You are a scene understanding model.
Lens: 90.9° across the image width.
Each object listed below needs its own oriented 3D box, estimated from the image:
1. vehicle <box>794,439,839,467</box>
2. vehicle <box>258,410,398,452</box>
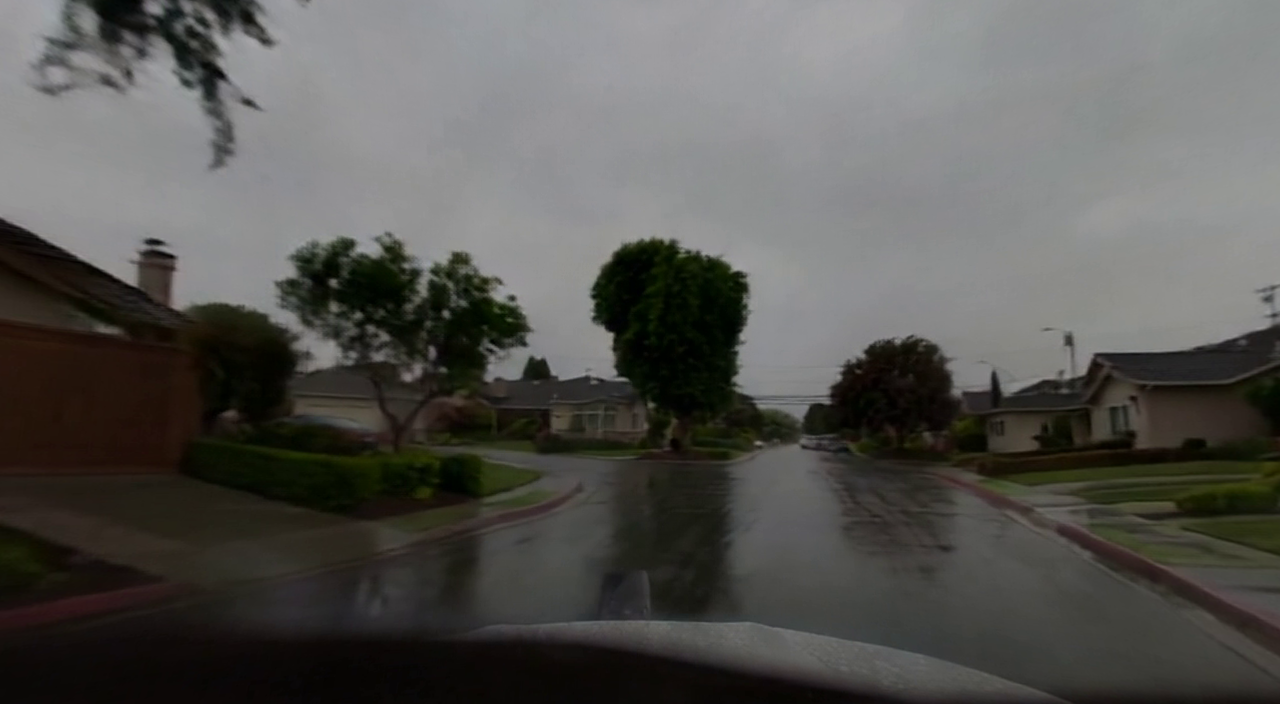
[{"bbox_3d":[12.512,7.079,44.393,2.180,1.752,4.700,-7,-10,24],"label":"vehicle"},{"bbox_3d":[-12.806,3.360,26.289,1.791,1.517,5.089,-7,-11,27],"label":"vehicle"}]
